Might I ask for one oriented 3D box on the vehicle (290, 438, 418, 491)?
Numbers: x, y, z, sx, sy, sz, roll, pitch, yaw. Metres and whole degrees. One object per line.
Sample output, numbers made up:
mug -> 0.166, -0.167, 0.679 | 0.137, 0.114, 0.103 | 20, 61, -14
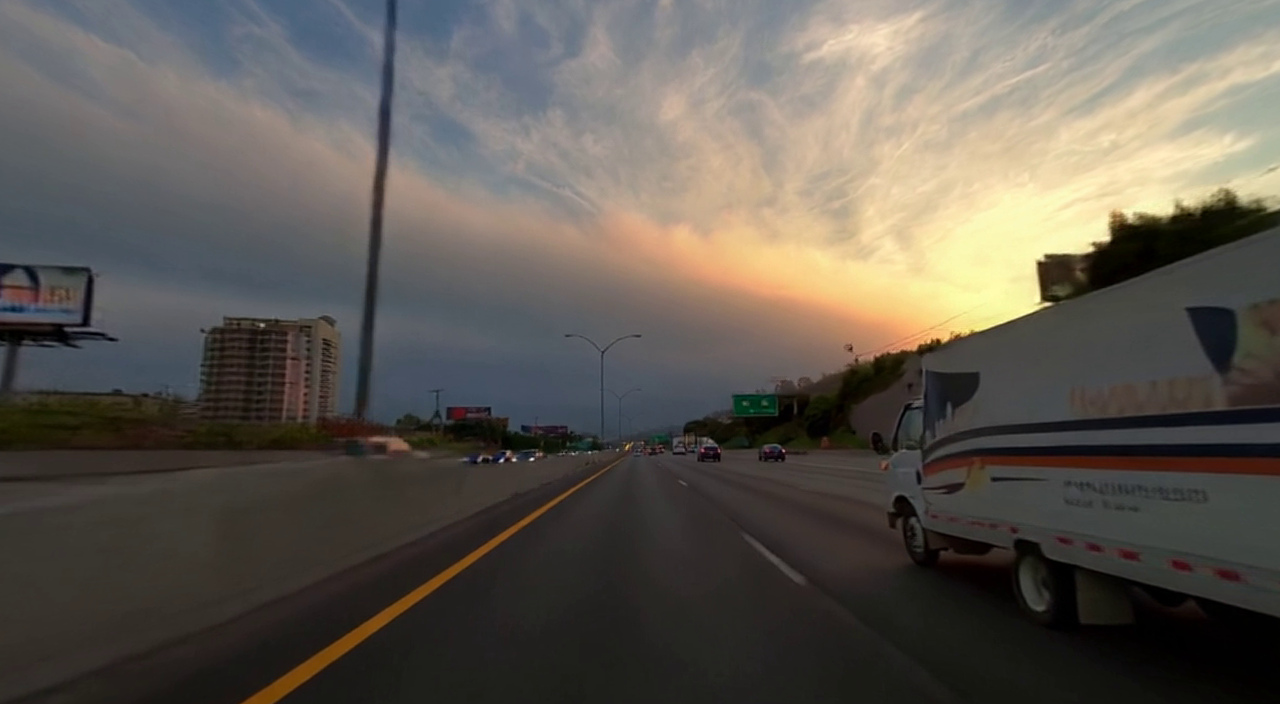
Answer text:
vehicle -> -11.079, 4.389, 25.109 | 2.327, 1.801, 5.846 | 0, -9, 0

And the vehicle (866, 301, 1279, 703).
vehicle -> 3.143, 0.927, 3.701 | 1.973, 1.710, 4.476 | 0, -9, 0
